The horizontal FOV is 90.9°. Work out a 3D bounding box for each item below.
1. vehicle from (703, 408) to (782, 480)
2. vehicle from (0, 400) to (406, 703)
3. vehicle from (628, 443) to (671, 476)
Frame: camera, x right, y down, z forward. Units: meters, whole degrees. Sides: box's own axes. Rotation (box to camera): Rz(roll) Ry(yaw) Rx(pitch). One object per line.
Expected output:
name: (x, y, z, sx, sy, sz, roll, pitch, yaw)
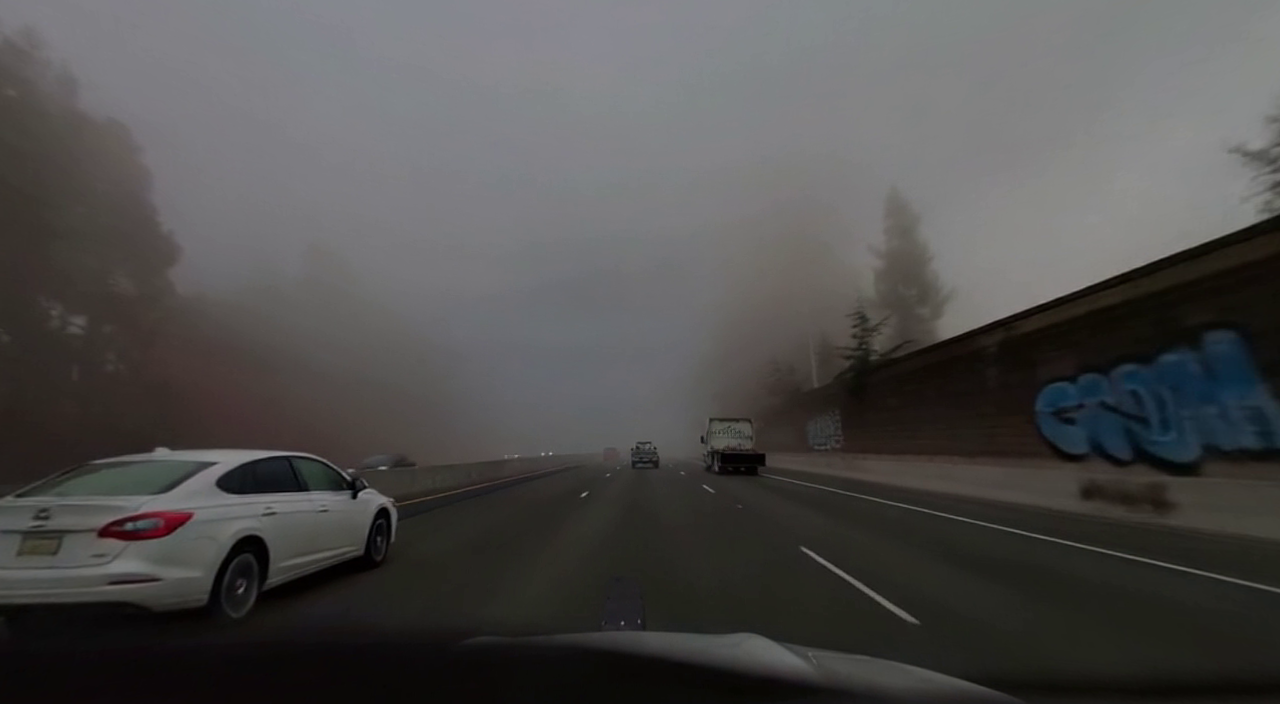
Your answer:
vehicle: (4.545, 4.291, 29.216, 2.549, 2.931, 6.310, 0, -9, 0)
vehicle: (-3.585, 1.259, 4.642, 2.023, 1.444, 4.379, 0, -9, 0)
vehicle: (0.452, 5.374, 31.616, 2.009, 1.506, 4.091, 0, -9, 1)
